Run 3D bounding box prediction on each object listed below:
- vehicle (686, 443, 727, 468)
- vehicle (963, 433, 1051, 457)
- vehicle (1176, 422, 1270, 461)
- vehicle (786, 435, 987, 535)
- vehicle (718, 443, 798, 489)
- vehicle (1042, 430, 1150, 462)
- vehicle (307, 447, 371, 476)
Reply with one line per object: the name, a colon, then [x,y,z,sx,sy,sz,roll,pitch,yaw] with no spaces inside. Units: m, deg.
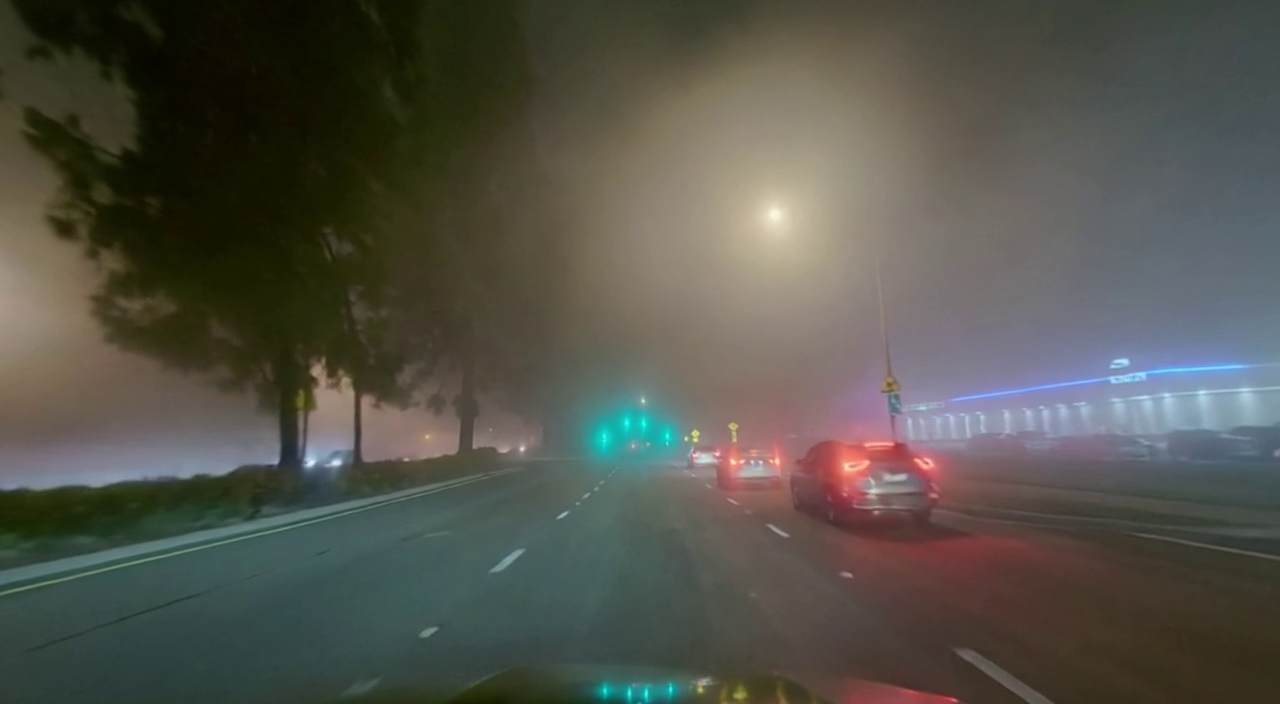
vehicle: [4.103,6.469,39.726,1.939,1.474,4.716,0,-8,-1]
vehicle: [23.837,6.071,41.109,1.826,1.424,4.544,4,-10,-28]
vehicle: [28.944,4.453,31.279,3.978,1.515,1.859,-2,-8,-25]
vehicle: [4.166,2.293,11.533,1.913,1.463,4.198,0,-8,-1]
vehicle: [4.000,3.918,22.089,1.872,1.431,4.270,0,-8,-2]
vehicle: [23.444,4.854,32.499,1.837,1.536,4.036,6,-11,-37]
vehicle: [-17.286,6.267,36.407,1.764,1.563,3.872,0,-8,0]
